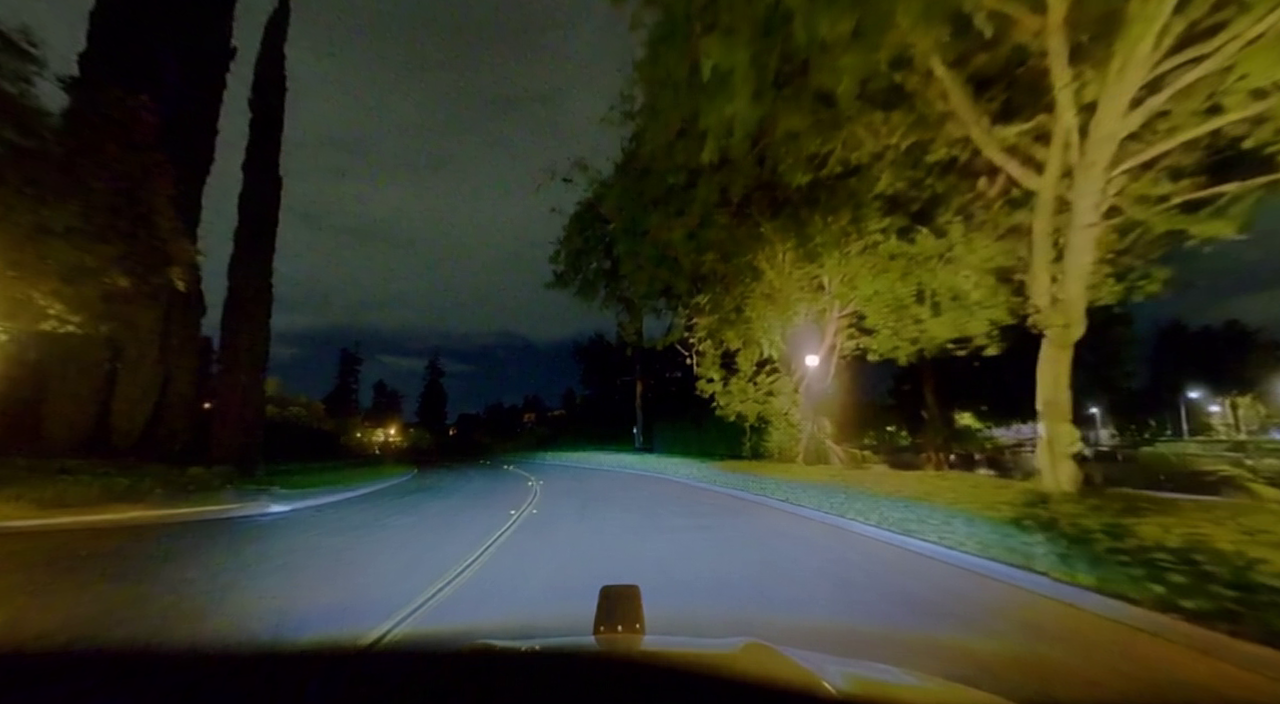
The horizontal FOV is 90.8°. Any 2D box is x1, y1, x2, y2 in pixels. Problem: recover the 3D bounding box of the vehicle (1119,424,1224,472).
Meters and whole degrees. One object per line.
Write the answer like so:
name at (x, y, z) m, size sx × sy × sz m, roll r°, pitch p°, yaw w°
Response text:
vehicle at (31.972, 5.778, 38.139) m, size 2.572 × 2.692 × 3.848 m, roll 3°, pitch -9°, yaw -19°
